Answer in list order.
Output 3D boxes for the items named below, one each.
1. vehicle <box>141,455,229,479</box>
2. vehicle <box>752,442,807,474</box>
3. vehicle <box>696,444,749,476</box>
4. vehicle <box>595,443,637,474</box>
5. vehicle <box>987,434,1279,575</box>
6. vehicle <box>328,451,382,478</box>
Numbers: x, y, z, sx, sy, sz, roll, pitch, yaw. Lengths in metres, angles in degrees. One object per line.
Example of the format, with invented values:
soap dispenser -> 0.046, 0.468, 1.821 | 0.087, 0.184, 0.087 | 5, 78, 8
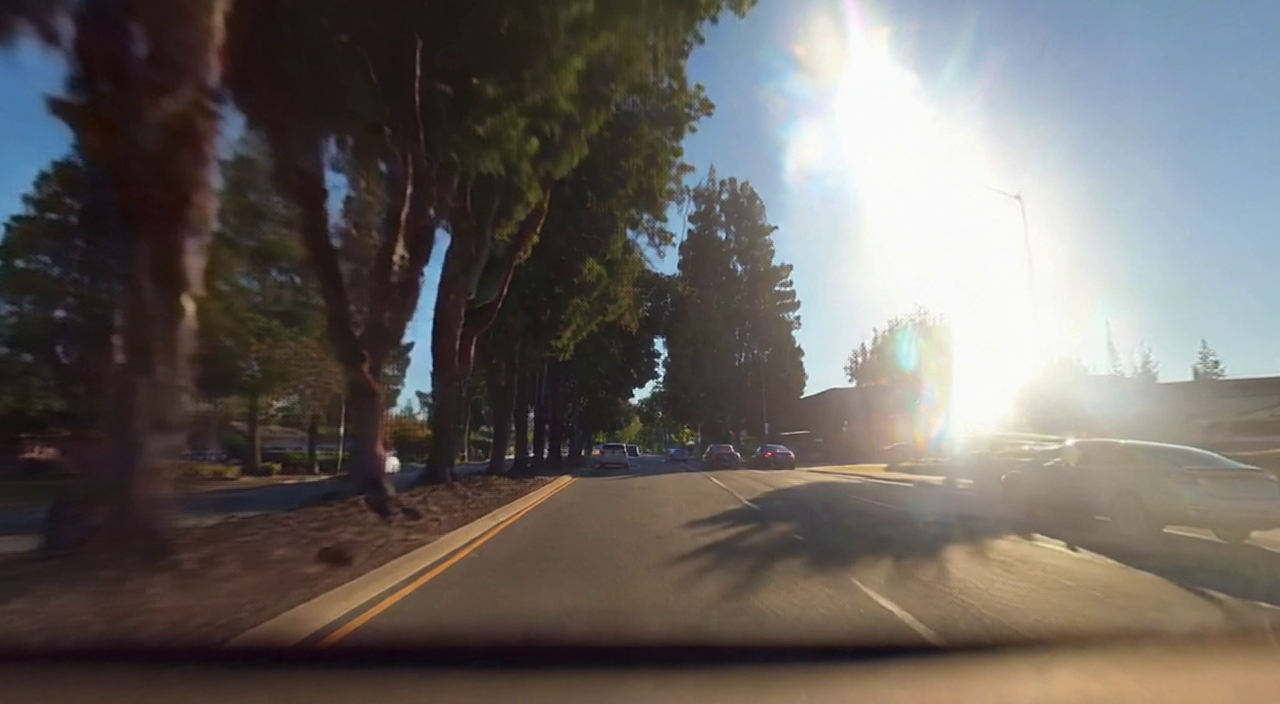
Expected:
vehicle -> -29.522, 7.447, 41.059 | 4.320, 1.459, 1.860 | 0, -8, 3
vehicle -> 7.669, 5.850, 35.159 | 1.945, 1.687, 4.292 | 0, -8, -2
vehicle -> 3.952, 5.230, 30.918 | 2.020, 1.472, 3.958 | 0, -8, -1
vehicle -> -1.254, 5.510, 32.900 | 2.077, 1.477, 3.897 | 0, -8, -2
vehicle -> 7.335, 1.993, 9.220 | 1.888, 1.508, 4.646 | 0, -8, 0
vehicle -> -20.065, 7.903, 44.722 | 2.013, 1.655, 4.604 | -2, -8, -4
